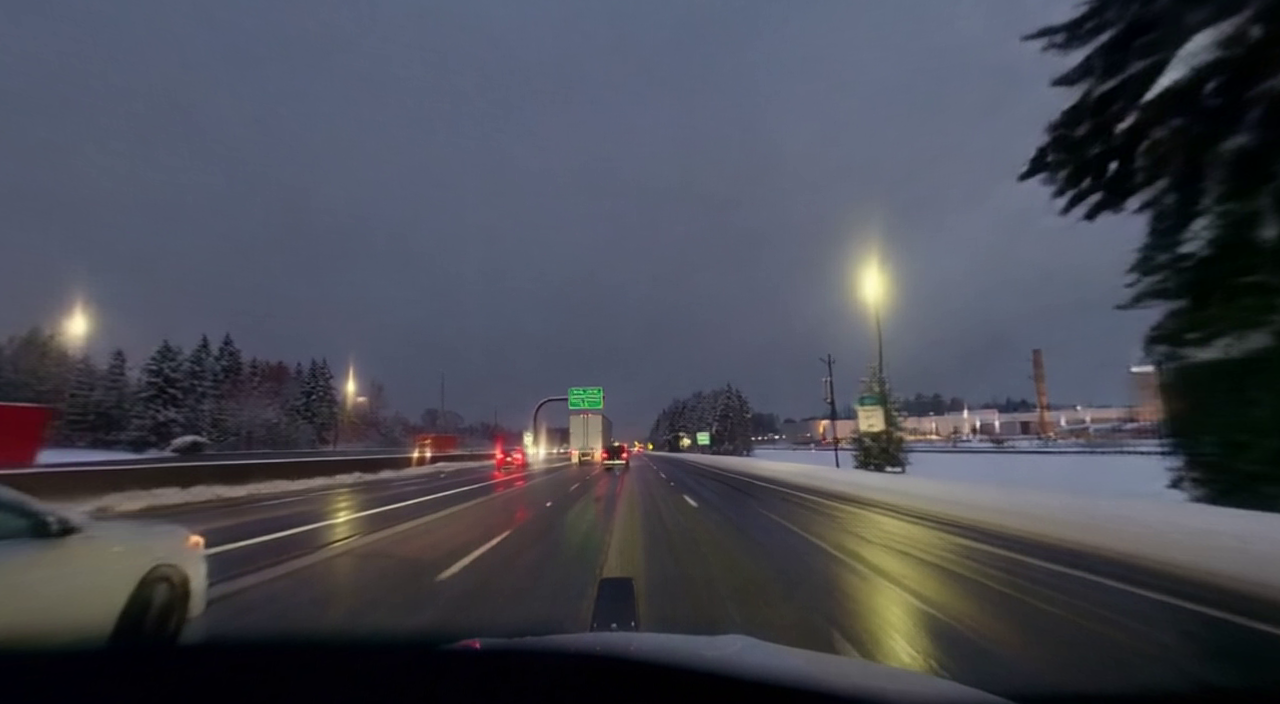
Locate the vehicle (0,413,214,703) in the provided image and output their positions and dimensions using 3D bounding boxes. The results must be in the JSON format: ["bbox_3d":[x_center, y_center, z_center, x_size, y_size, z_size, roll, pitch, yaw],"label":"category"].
[{"bbox_3d":[-3.786,0.893,1.859,1.997,1.507,4.391,0,-9,0],"label":"vehicle"}]

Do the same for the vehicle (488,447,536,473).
[{"bbox_3d":[-7.675,6.502,38.319,2.026,1.477,4.467,0,-9,0],"label":"vehicle"}]

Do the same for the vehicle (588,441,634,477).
[{"bbox_3d":[-1.378,5.326,31.717,2.033,1.669,4.112,0,-9,1],"label":"vehicle"}]
